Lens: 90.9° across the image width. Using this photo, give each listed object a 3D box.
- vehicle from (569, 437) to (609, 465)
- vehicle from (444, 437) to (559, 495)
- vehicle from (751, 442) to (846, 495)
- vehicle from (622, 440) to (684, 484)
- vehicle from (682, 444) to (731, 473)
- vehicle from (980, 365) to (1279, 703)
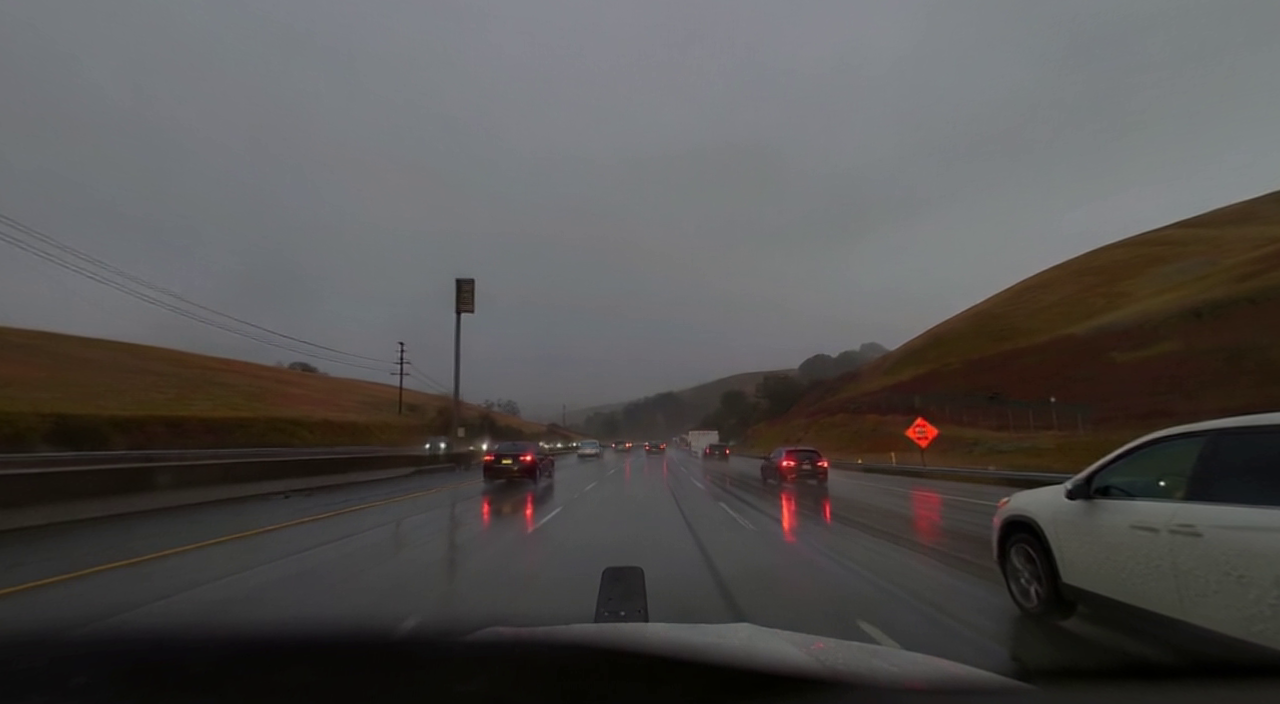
[{"bbox_3d":[-3.310,6.526,41.712,2.234,1.675,4.527,0,-8,1],"label":"vehicle"},{"bbox_3d":[-3.733,3.161,17.891,2.232,1.438,4.163,-1,-8,2],"label":"vehicle"},{"bbox_3d":[4.890,3.621,20.040,1.867,1.465,4.093,0,-8,-1],"label":"vehicle"},{"bbox_3d":[0.482,4.145,24.117,2.138,1.473,4.392,0,-8,1],"label":"vehicle"},{"bbox_3d":[3.553,5.776,34.566,2.177,1.453,4.205,0,-8,0],"label":"vehicle"},{"bbox_3d":[3.857,0.908,2.862,2.018,1.670,4.658,0,-8,0],"label":"vehicle"}]
